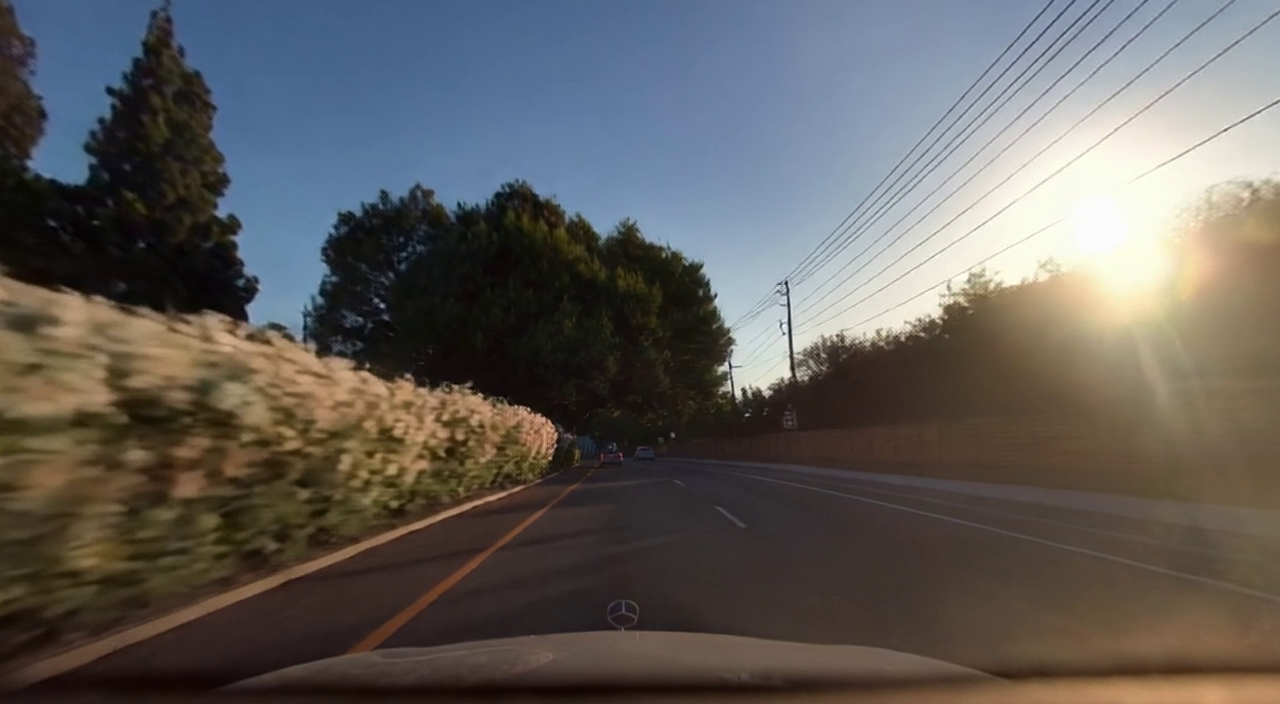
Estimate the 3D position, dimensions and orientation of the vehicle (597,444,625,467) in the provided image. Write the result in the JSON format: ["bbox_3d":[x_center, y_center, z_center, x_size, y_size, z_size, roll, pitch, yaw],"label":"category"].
[{"bbox_3d":[-2.227,7.757,47.571,2.005,1.633,4.044,0,-8,-4],"label":"vehicle"}]
